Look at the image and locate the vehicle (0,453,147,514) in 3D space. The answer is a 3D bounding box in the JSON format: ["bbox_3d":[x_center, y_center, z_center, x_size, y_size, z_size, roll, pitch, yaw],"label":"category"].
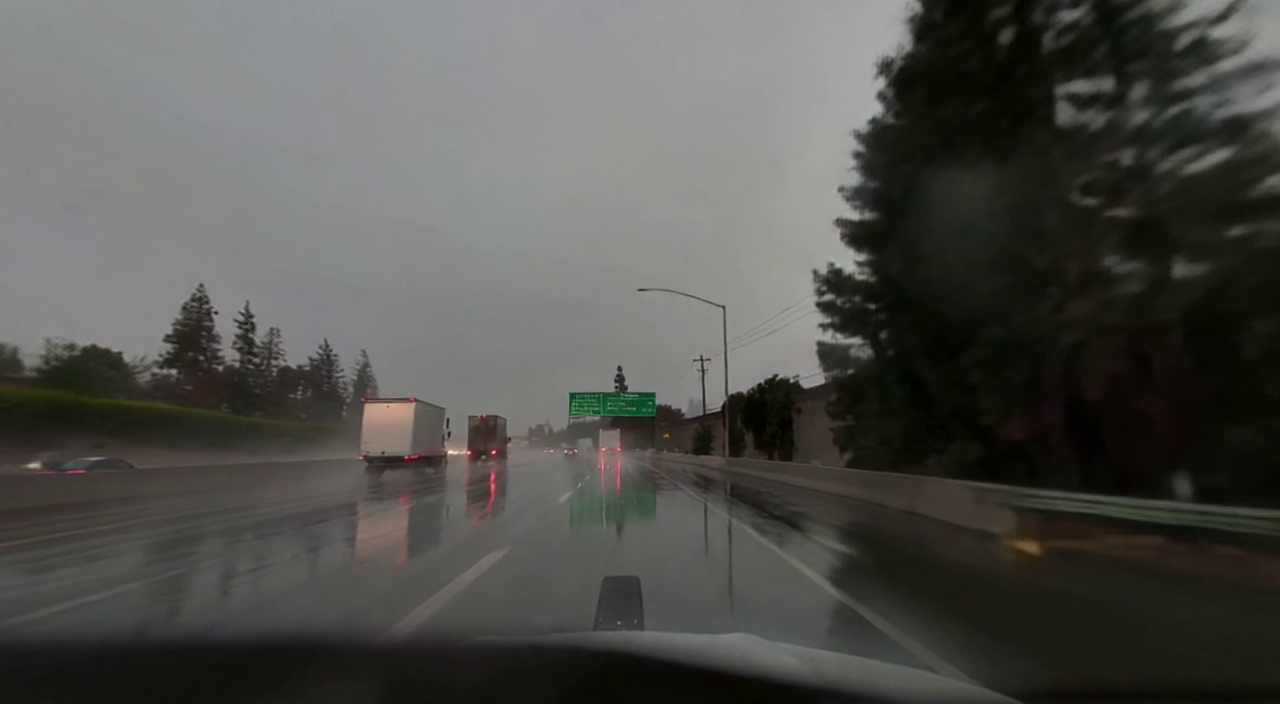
[{"bbox_3d":[-16.866,3.681,18.201,1.842,1.452,4.612,0,-8,-3],"label":"vehicle"}]

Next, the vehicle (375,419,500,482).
[{"bbox_3d":[-10.205,5.273,34.246,3.270,2.674,14.547,1,-9,-5],"label":"vehicle"}]
